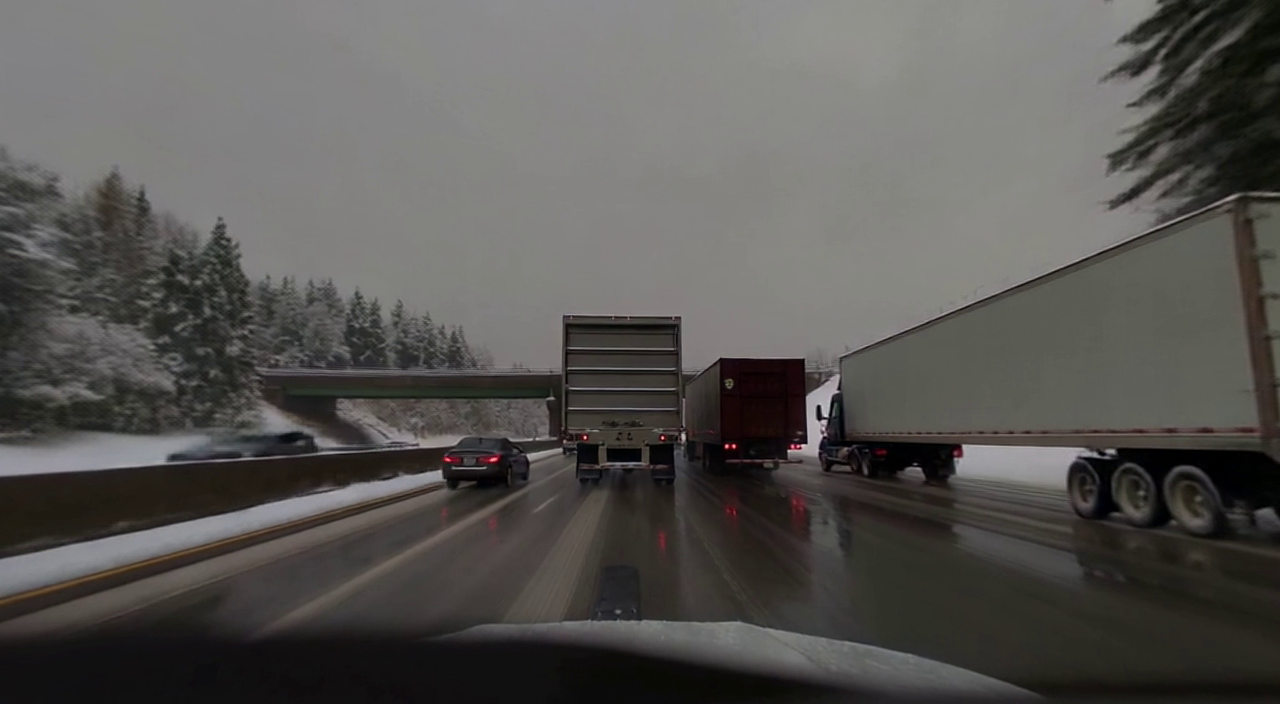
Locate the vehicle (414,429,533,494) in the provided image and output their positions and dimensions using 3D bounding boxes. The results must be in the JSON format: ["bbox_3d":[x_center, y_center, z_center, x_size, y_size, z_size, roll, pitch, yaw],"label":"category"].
[{"bbox_3d":[-4.116,2.751,16.259,2.049,1.483,3.786,0,-8,0],"label":"vehicle"}]

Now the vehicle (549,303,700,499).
[{"bbox_3d":[-0.510,1.700,18.439,3.090,4.065,10.702,0,-8,-2],"label":"vehicle"}]

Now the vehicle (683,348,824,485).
[{"bbox_3d":[3.614,2.585,23.700,2.817,3.886,11.491,0,-8,-2],"label":"vehicle"}]

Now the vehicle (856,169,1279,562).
[{"bbox_3d":[8.165,0.928,12.420,3.000,4.114,13.063,0,-8,-1],"label":"vehicle"}]

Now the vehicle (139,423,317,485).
[{"bbox_3d":[-11.683,2.922,18.385,2.065,1.564,4.640,0,-8,0],"label":"vehicle"}]
